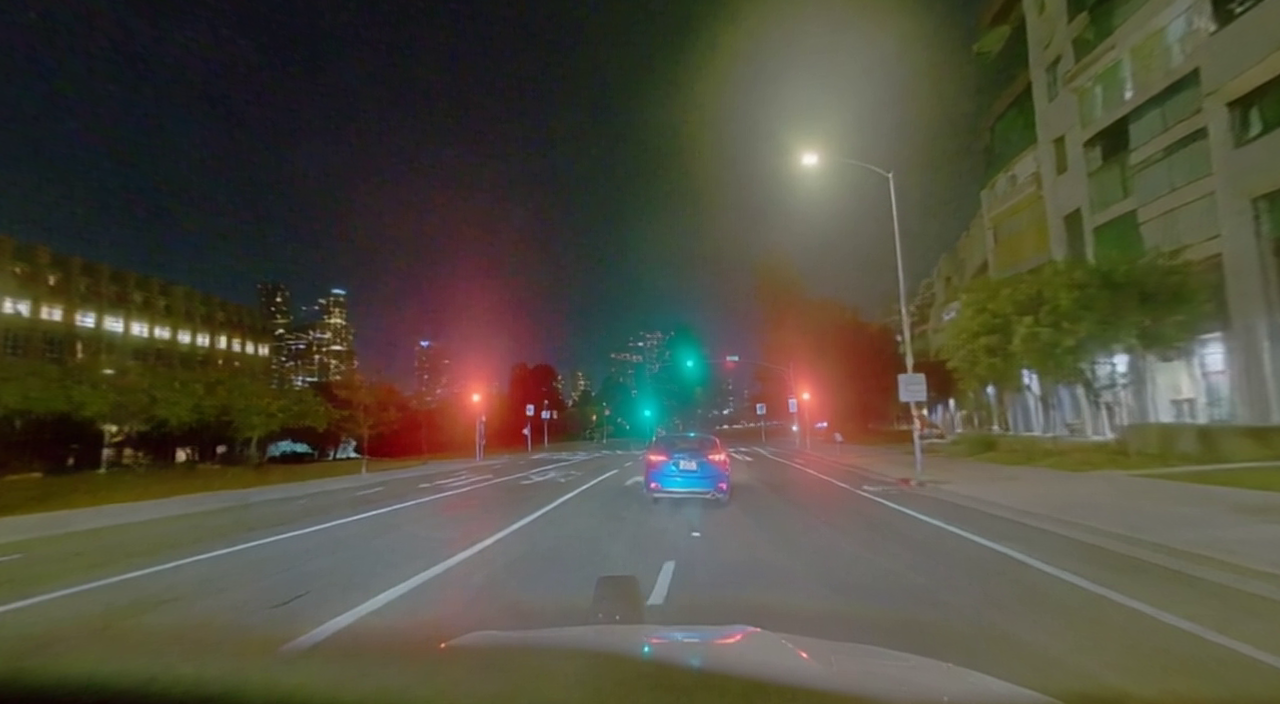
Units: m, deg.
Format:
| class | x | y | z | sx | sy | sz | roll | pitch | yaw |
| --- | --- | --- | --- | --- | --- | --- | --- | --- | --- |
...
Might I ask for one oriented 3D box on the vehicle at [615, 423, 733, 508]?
| class | x | y | z | sx | sy | sz | roll | pitch | yaw |
| --- | --- | --- | --- | --- | --- | --- | --- | --- | --- |
| vehicle | 0.658 | 2.172 | 12.610 | 1.950 | 1.401 | 4.159 | 0 | -8 | 3 |
